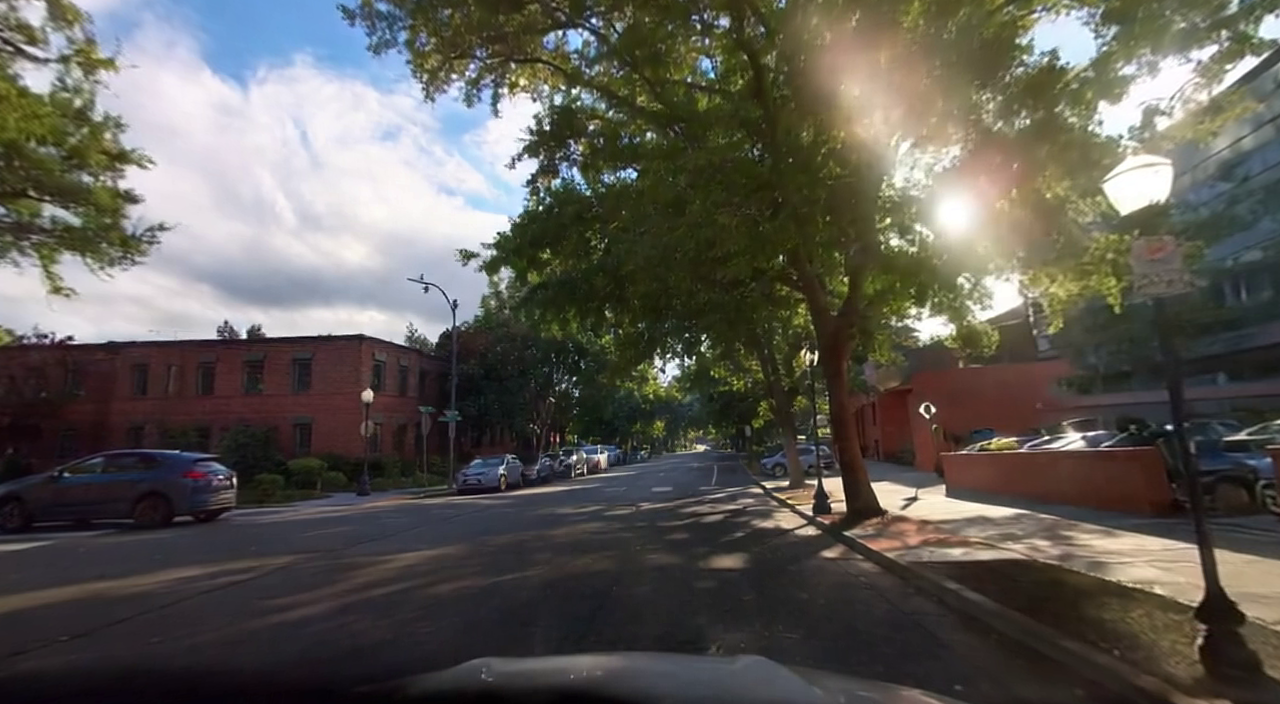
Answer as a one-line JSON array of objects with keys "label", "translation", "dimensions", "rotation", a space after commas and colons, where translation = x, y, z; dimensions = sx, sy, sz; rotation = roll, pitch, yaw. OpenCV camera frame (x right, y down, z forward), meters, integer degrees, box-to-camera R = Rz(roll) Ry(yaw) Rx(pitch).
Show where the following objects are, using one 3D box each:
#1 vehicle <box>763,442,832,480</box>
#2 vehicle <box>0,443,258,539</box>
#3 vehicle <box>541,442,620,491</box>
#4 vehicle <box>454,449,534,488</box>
[{"label": "vehicle", "translation": [6.703, 4.689, 27.415], "dimensions": [1.918, 1.461, 4.419], "rotation": [0, -9, 1]}, {"label": "vehicle", "translation": [-9.984, 2.555, 11.952], "dimensions": [4.106, 1.620, 2.065], "rotation": [0, -9, -1]}, {"label": "vehicle", "translation": [-2.139, 4.304, 24.144], "dimensions": [2.110, 1.651, 4.410], "rotation": [-1, -9, 7]}, {"label": "vehicle", "translation": [-6.060, 4.870, 26.807], "dimensions": [1.968, 1.443, 4.358], "rotation": [-1, -8, 6]}]
